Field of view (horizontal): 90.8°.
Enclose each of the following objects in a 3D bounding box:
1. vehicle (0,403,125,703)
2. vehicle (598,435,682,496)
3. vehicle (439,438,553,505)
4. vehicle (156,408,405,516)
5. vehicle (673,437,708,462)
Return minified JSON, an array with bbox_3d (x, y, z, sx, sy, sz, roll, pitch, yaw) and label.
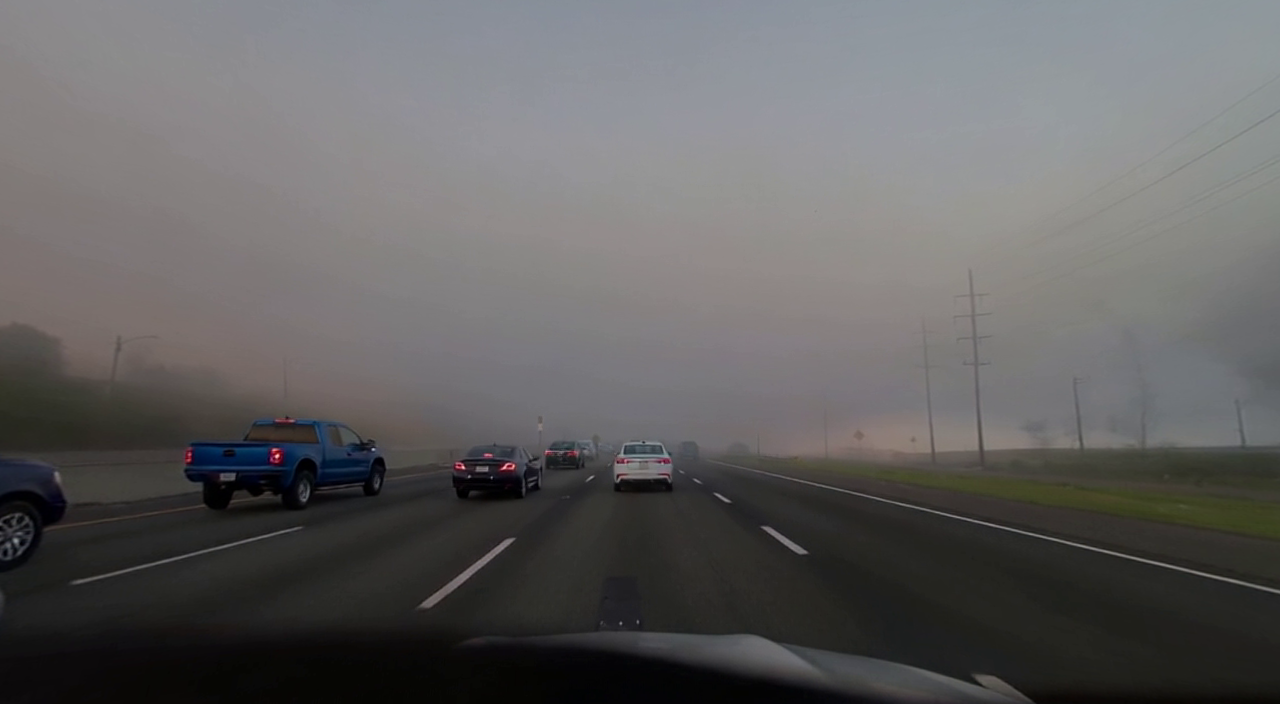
[{"bbox_3d":[-3.582,0.702,0.773,1.955,1.481,4.604,0,-8,1],"label":"vehicle"},{"bbox_3d":[-0.023,3.188,18.202,2.102,1.499,4.439,0,-8,-1],"label":"vehicle"},{"bbox_3d":[-3.416,2.895,15.806,1.899,1.437,4.131,0,-8,0],"label":"vehicle"},{"bbox_3d":[-7.523,2.395,14.223,2.194,1.922,5.637,0,-8,1],"label":"vehicle"},{"bbox_3d":[3.765,7.357,47.814,2.113,1.800,5.376,0,-8,-1],"label":"vehicle"}]
